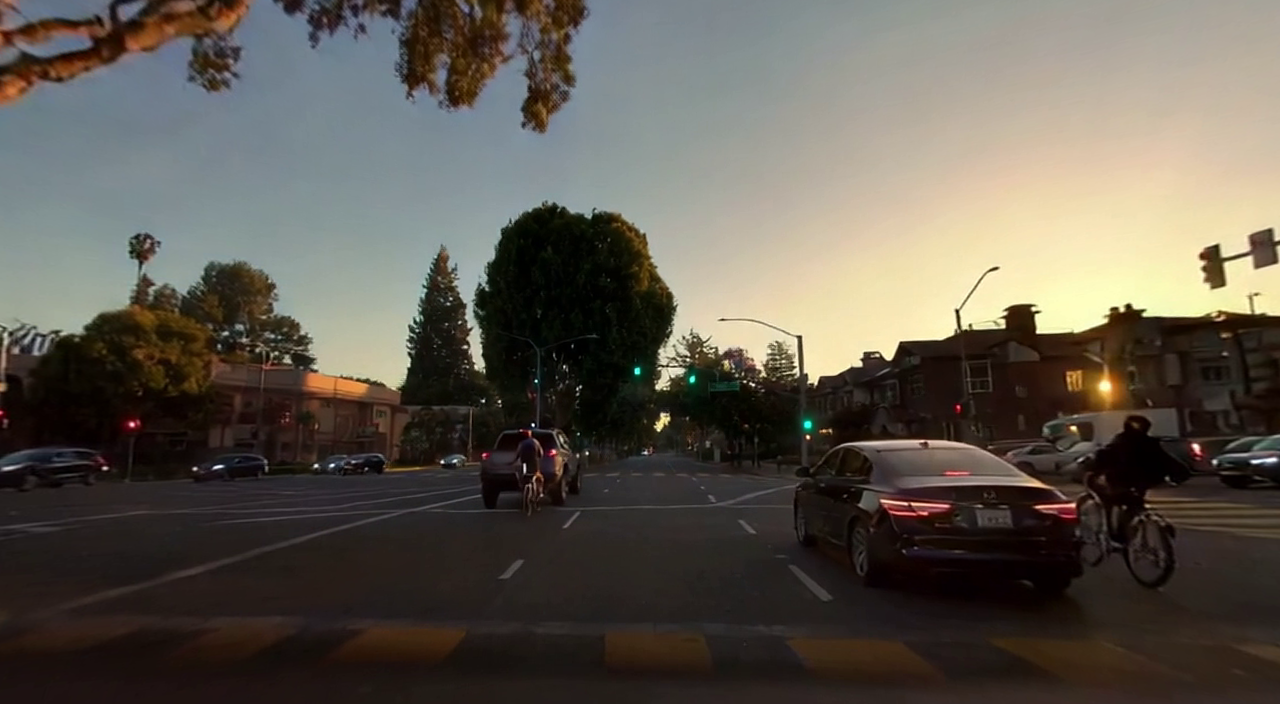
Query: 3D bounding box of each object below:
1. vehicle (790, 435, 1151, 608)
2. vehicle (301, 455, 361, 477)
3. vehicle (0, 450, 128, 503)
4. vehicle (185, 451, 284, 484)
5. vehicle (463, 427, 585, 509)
[{"bbox_3d":[3.367,1.784,7.666,1.990,1.454,4.490,0,-8,0],"label":"vehicle"},{"bbox_3d":[-21.862,8.105,44.629,1.779,1.464,4.660,0,-10,2],"label":"vehicle"},{"bbox_3d":[-21.987,4.510,23.213,1.908,1.642,4.910,0,-8,0],"label":"vehicle"},{"bbox_3d":[-27.180,7.714,42.363,2.278,2.000,5.570,-2,-9,10],"label":"vehicle"},{"bbox_3d":[-2.960,3.114,17.394,2.231,1.898,4.985,0,-8,2],"label":"vehicle"}]
